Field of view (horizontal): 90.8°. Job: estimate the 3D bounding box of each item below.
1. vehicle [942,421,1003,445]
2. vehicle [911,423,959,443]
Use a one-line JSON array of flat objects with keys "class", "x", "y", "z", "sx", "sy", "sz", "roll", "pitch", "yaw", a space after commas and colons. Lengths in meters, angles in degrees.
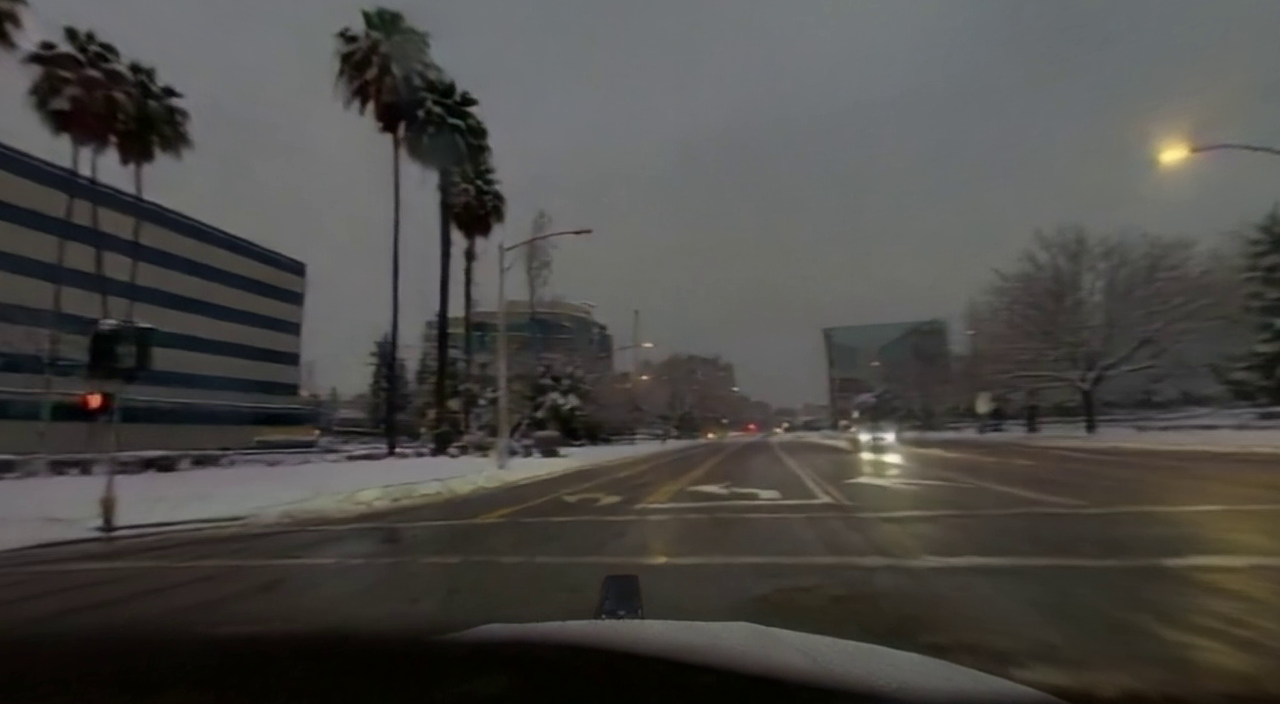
[{"class": "vehicle", "x": 21.880, "y": 5.370, "z": 41.790, "sx": 1.870, "sy": 1.456, "sz": 4.605, "roll": -1, "pitch": -8, "yaw": 5}, {"class": "vehicle", "x": 22.819, "y": 6.311, "z": 49.050, "sx": 1.846, "sy": 1.452, "sz": 4.549, "roll": -1, "pitch": -8, "yaw": 5}]
